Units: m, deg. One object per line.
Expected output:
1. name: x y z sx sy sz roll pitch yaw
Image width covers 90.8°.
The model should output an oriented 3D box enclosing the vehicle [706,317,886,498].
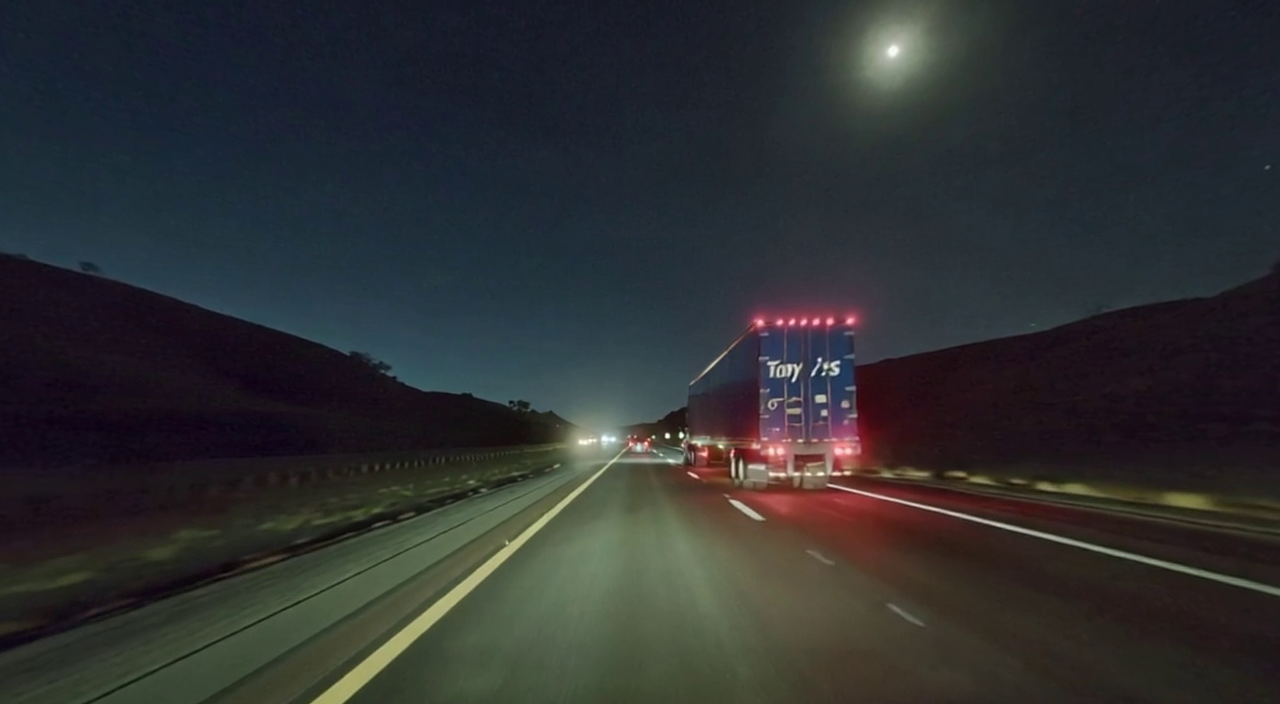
1. vehicle: 4.218 1.979 19.920 3.039 4.342 9.556 0 -8 -1
